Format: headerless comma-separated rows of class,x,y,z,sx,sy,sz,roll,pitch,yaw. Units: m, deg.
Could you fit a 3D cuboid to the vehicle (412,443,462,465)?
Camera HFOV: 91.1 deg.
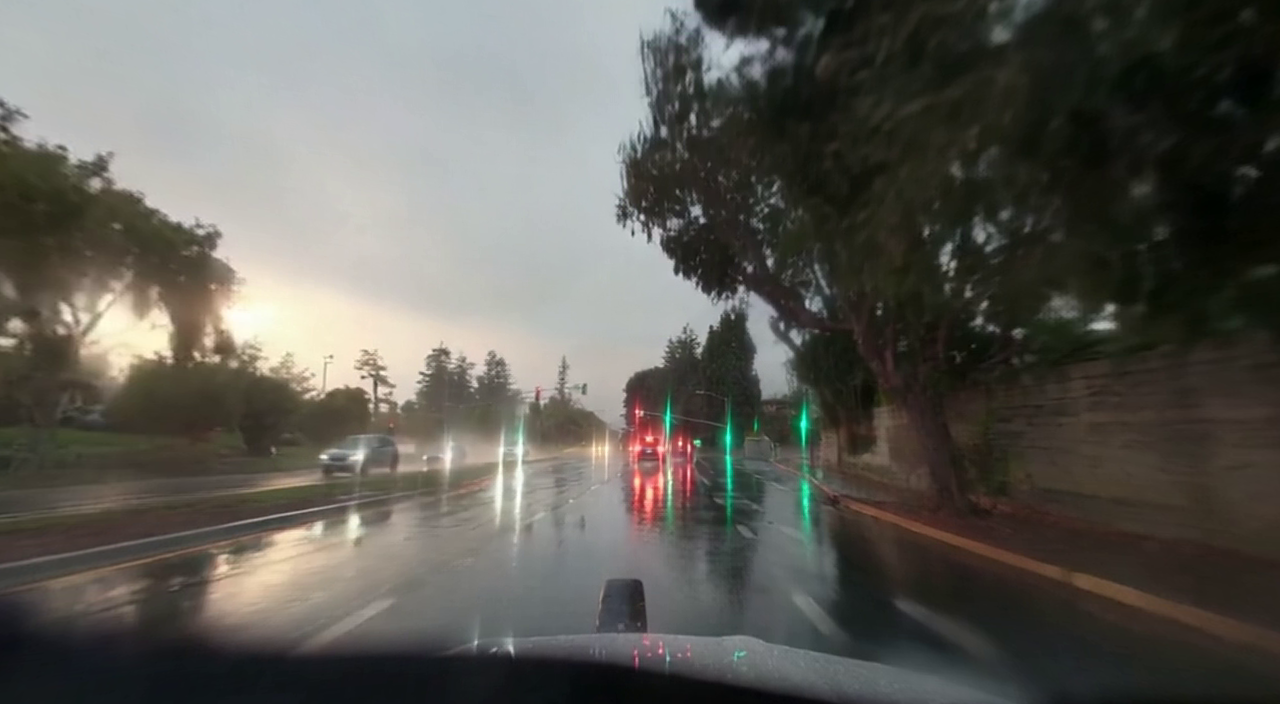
vehicle,-15.406,7.778,47.901,1.924,1.598,4.652,-1,-9,5

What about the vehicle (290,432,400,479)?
vehicle,-12.213,4.316,26.448,2.111,1.751,4.757,-1,-8,3

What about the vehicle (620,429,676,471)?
vehicle,0.456,4.732,30.441,2.152,1.822,4.391,-1,-9,8
